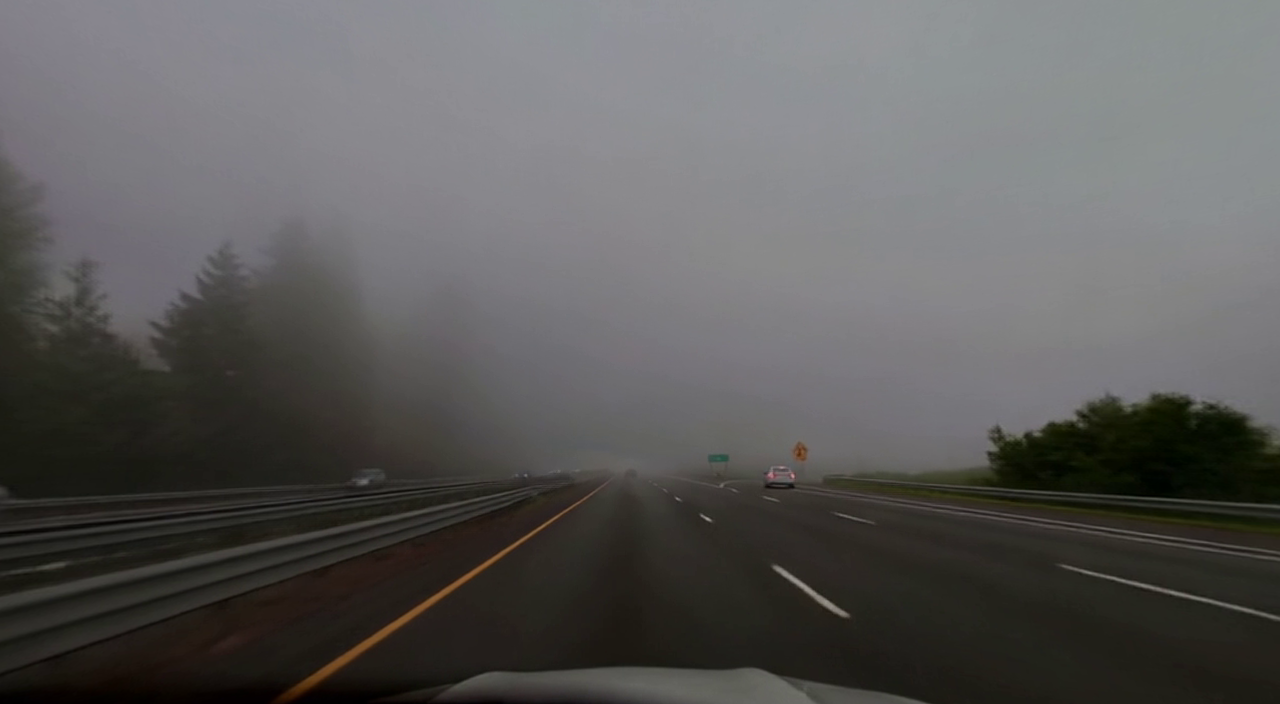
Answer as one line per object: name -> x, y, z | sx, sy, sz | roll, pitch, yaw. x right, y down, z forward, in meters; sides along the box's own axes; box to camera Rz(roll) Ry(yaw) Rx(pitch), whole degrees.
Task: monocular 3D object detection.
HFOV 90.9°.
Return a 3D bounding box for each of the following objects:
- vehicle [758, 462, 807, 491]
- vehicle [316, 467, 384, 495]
vehicle -> 8.217, 7.215, 36.709 | 1.951, 1.566, 4.616 | 0, -10, 2
vehicle -> -18.313, 8.173, 40.041 | 1.946, 1.619, 4.564 | 0, -10, 3
